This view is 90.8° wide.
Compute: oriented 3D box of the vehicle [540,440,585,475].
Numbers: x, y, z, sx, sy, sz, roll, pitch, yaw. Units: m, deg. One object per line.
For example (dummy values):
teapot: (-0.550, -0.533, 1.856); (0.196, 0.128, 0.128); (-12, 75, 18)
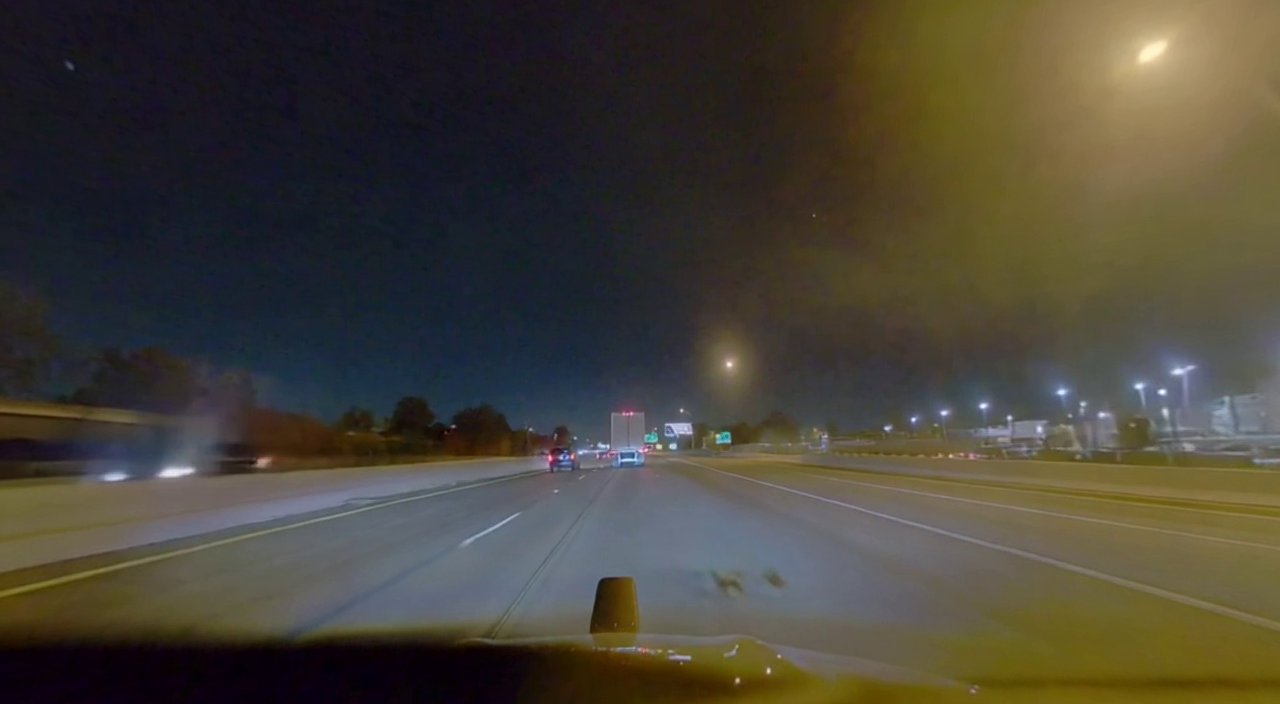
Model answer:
vehicle: (-4.582, 6.279, 37.951); (2.095, 1.930, 4.680); (0, -9, 0)

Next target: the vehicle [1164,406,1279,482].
vehicle: (32.708, 4.981, 34.253); (8.295, 3.754, 2.807); (4, -9, -24)

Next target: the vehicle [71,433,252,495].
vehicle: (-15.611, 3.672, 21.145); (1.757, 1.738, 5.618); (0, -9, -1)
